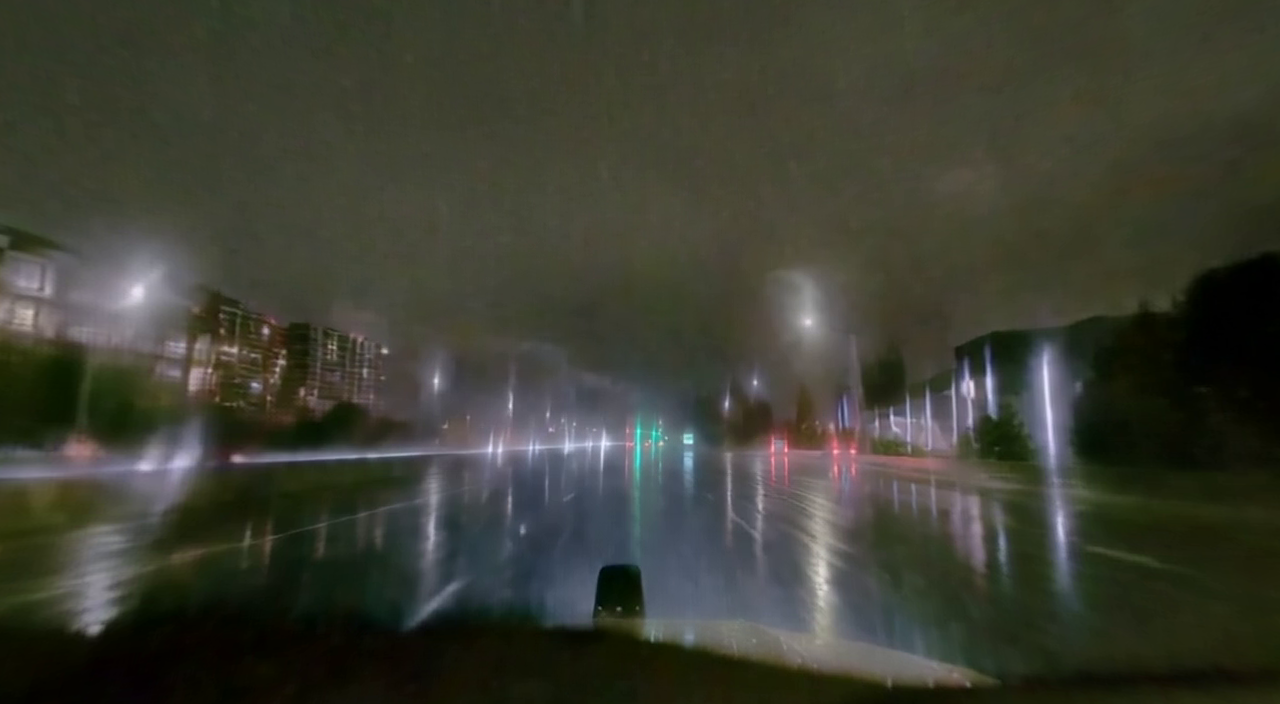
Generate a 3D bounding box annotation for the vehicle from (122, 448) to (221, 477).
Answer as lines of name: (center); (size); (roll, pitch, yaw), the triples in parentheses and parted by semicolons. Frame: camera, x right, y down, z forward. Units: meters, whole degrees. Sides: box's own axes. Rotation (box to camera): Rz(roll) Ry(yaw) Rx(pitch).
vehicle: (-26.130, 6.145, 35.363); (1.881, 1.496, 4.560); (0, -9, 3)
